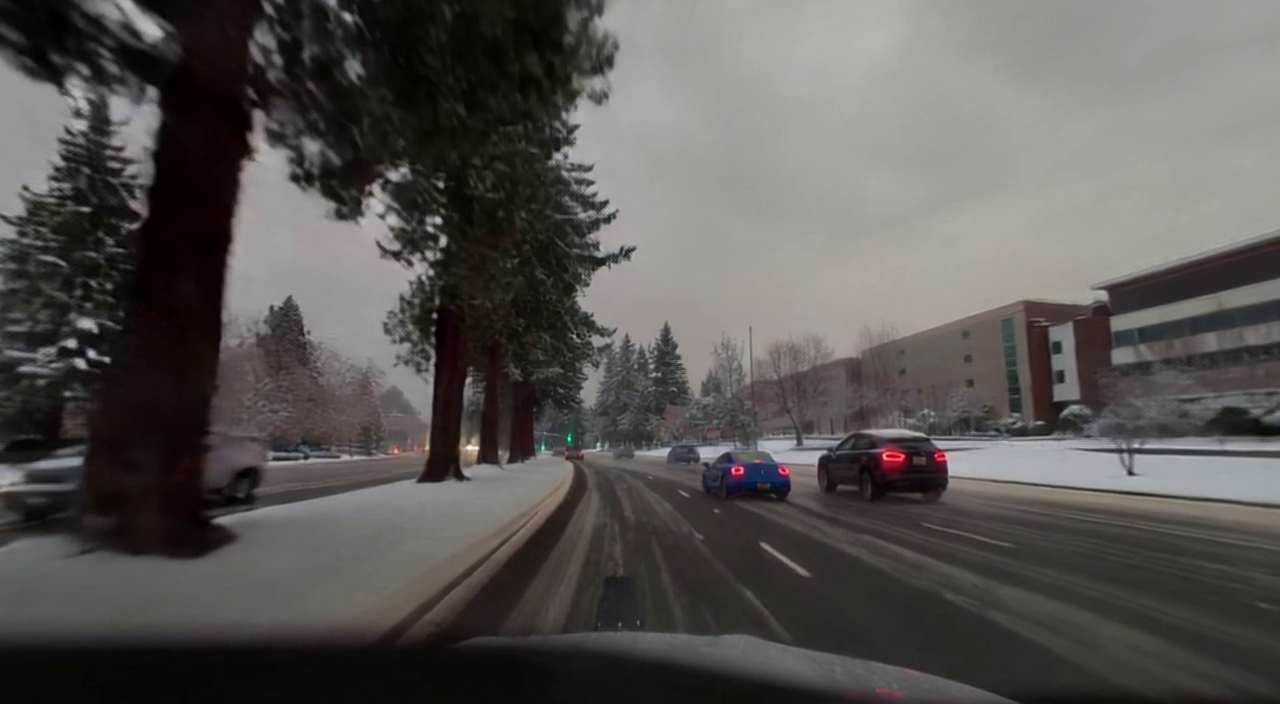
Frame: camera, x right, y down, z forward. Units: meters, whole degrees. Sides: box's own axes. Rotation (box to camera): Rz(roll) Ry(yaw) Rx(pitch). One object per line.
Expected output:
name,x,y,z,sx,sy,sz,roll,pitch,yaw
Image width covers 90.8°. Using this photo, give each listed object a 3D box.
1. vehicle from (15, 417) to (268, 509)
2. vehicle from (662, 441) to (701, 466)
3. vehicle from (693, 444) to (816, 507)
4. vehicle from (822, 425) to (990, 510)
vehicle,-11.179,2.534,14.811,2.202,1.770,4.742,0,-9,-3
vehicle,2.908,7.220,44.997,1.931,1.685,4.054,1,-9,-9
vehicle,2.679,3.022,15.949,1.990,1.347,4.388,1,-9,-4
vehicle,6.150,2.721,15.319,1.987,1.730,4.373,0,-9,-3
